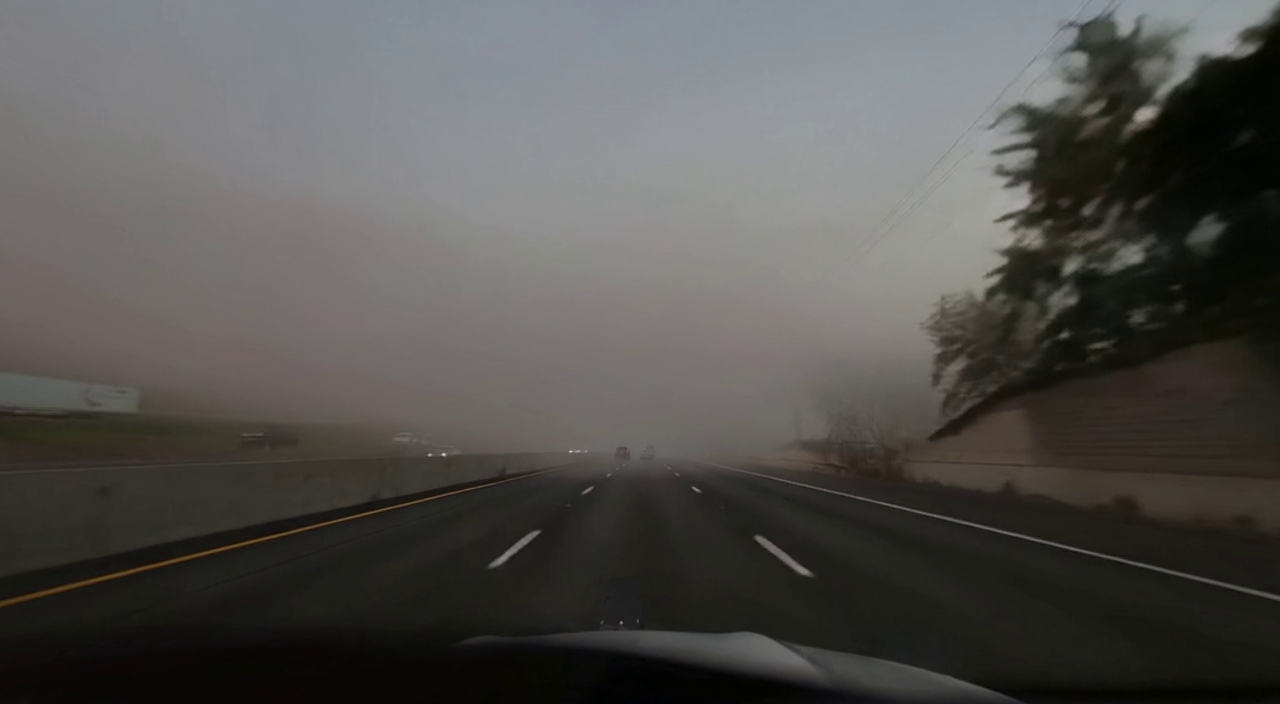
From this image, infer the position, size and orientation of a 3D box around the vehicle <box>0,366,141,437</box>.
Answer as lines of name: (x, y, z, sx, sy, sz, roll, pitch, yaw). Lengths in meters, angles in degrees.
vehicle: (-38.615, 3.211, 39.506, 2.782, 3.917, 14.022, 0, -9, 2)
